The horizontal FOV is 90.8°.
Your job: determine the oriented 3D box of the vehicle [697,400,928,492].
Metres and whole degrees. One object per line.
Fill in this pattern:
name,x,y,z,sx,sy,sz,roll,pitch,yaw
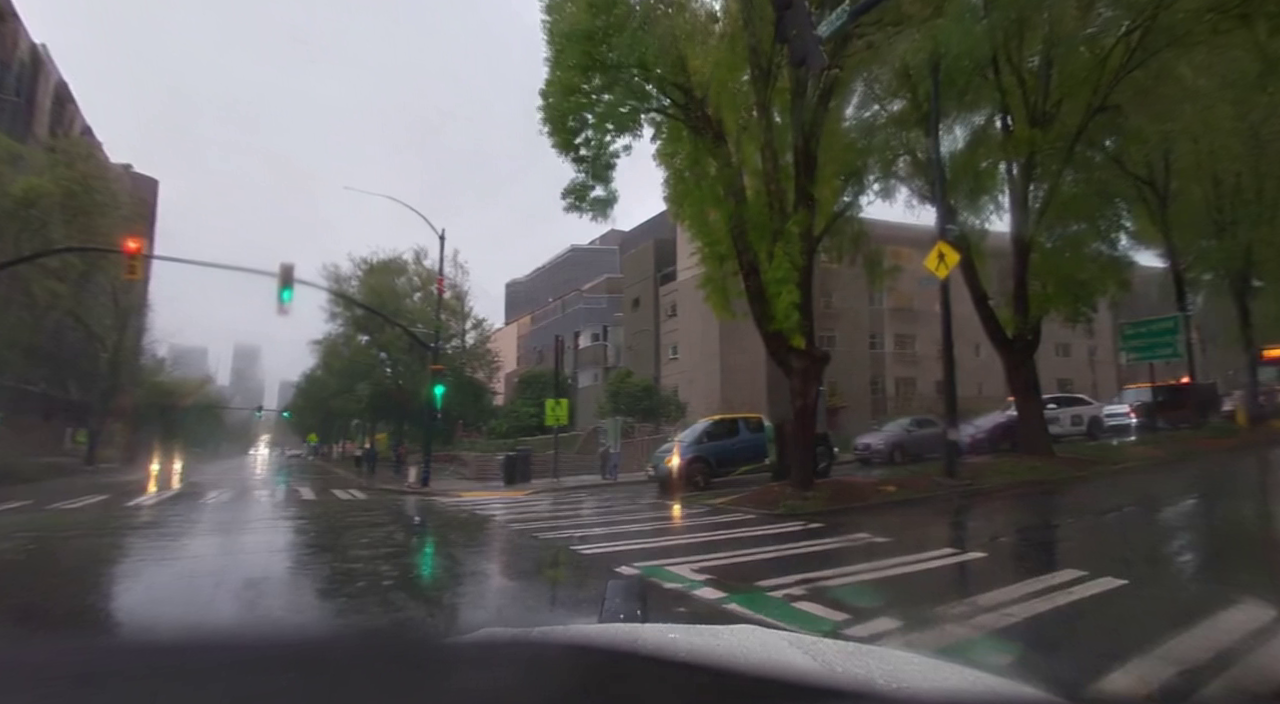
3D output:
vehicle,3.929,2.144,14.401,4.841,1.798,2.053,4,-10,-25

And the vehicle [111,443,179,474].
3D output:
vehicle,-26.876,5.792,34.454,2.072,1.557,4.324,5,-10,-28

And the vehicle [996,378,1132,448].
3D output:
vehicle,15.805,2.316,23.498,4.615,1.819,2.109,12,-10,-24

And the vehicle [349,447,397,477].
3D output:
vehicle,-14.043,5.728,33.117,2.037,1.489,4.077,4,-10,-25

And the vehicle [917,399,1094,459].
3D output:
vehicle,10.144,2.196,17.512,4.628,1.488,1.826,4,-10,-25

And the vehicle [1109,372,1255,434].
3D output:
vehicle,18.871,1.856,22.009,4.599,1.855,1.988,4,-10,-25
